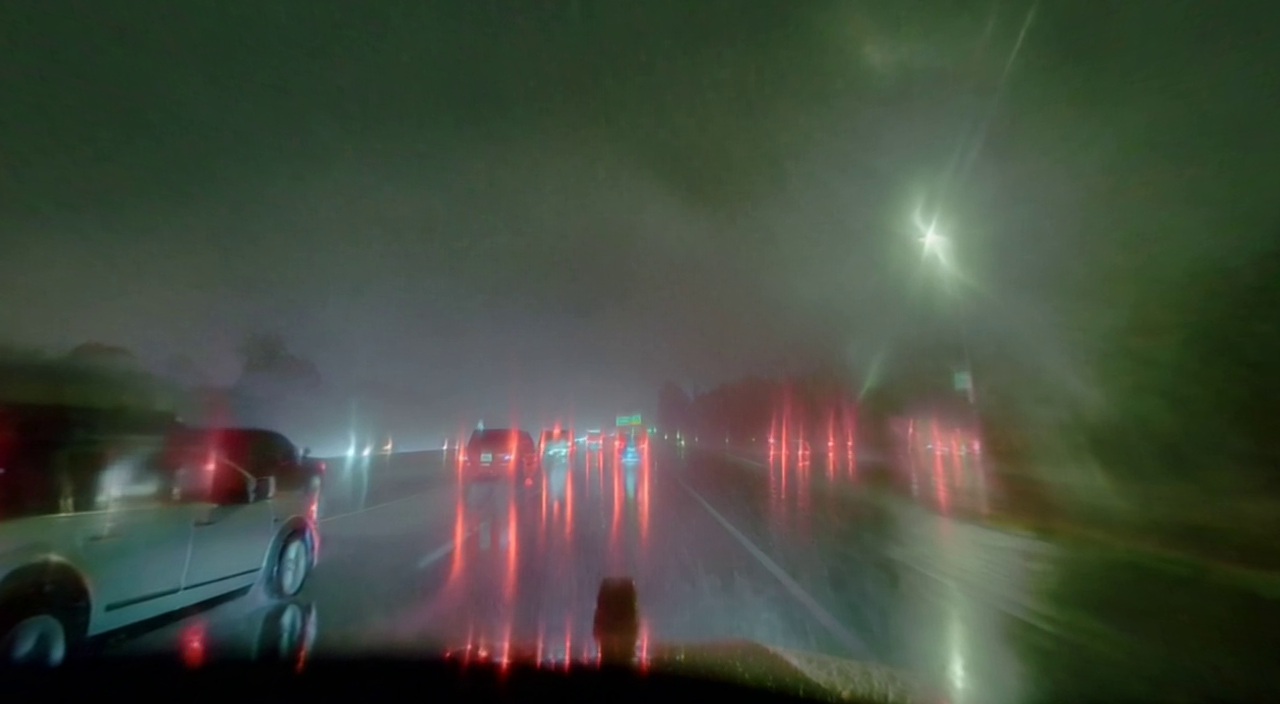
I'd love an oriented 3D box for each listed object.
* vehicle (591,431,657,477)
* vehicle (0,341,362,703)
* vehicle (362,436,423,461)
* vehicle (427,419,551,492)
[{"bbox_3d":[-0.529,3.492,21.865,2.070,1.452,3.834,0,-8,-1],"label":"vehicle"},{"bbox_3d":[-3.877,1.008,4.181,2.107,1.703,4.274,0,-8,0],"label":"vehicle"},{"bbox_3d":[-15.776,6.149,40.400,2.037,1.505,4.644,0,-8,0],"label":"vehicle"},{"bbox_3d":[-3.853,2.736,17.020,2.154,1.690,4.595,0,-8,1],"label":"vehicle"}]
